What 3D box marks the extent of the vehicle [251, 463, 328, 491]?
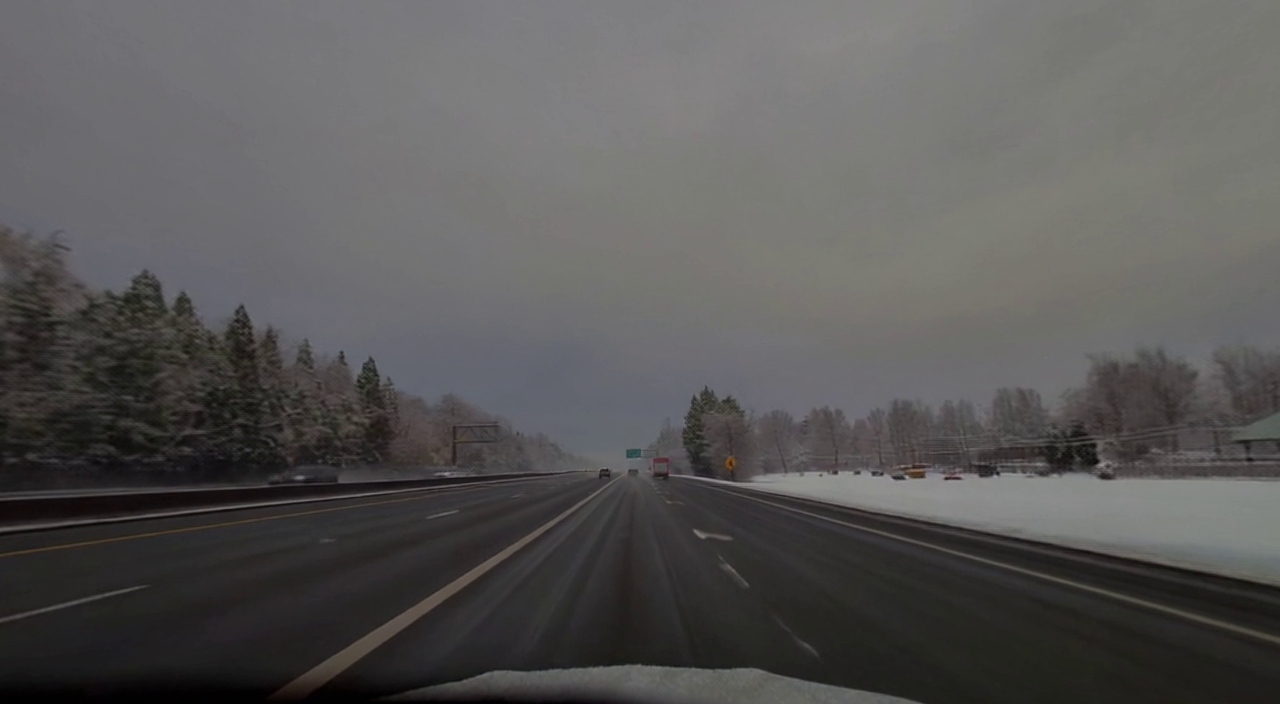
[{"bbox_3d":[-19.189,6.868,34.737,1.855,1.446,4.114,0,-11,0],"label":"vehicle"}]
